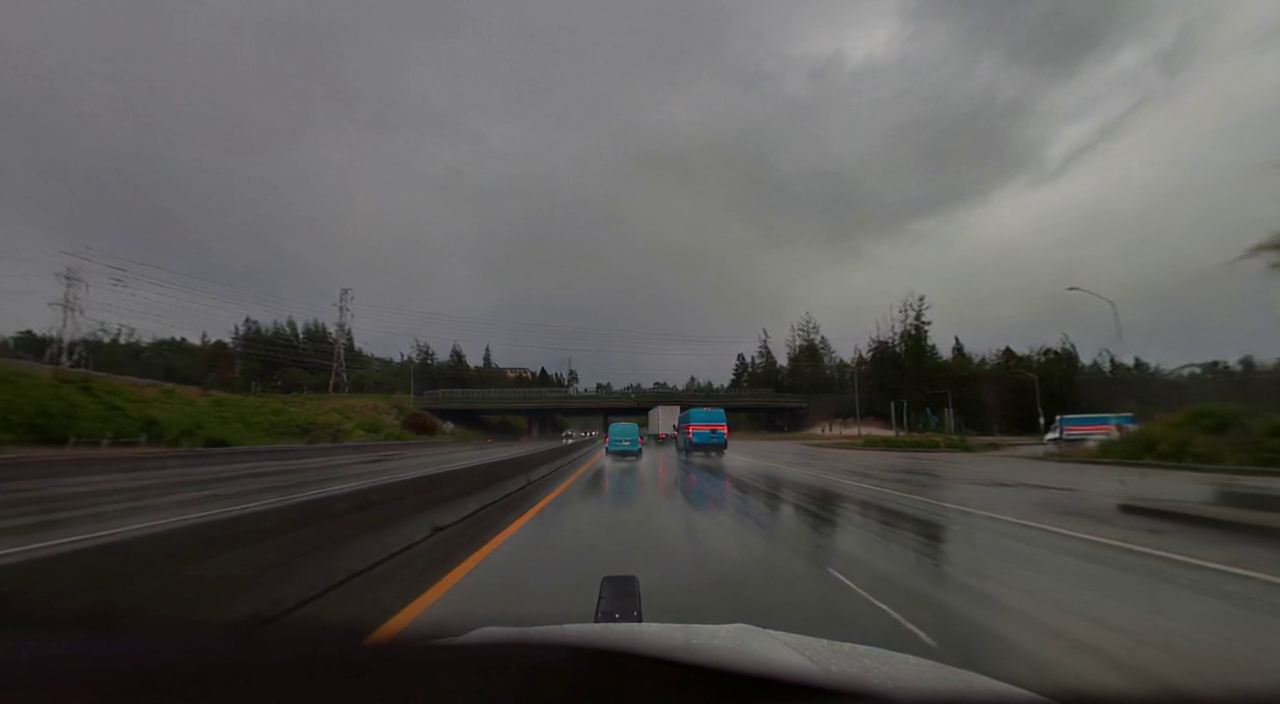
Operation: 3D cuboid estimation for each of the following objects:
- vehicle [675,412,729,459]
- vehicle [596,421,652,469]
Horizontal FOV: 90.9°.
[{"bbox_3d":[3.463,4.805,36.319,2.387,2.506,5.374,0,-8,-2],"label":"vehicle"},{"bbox_3d":[-0.651,3.715,25.410,2.073,1.750,4.116,0,-8,-2],"label":"vehicle"}]
